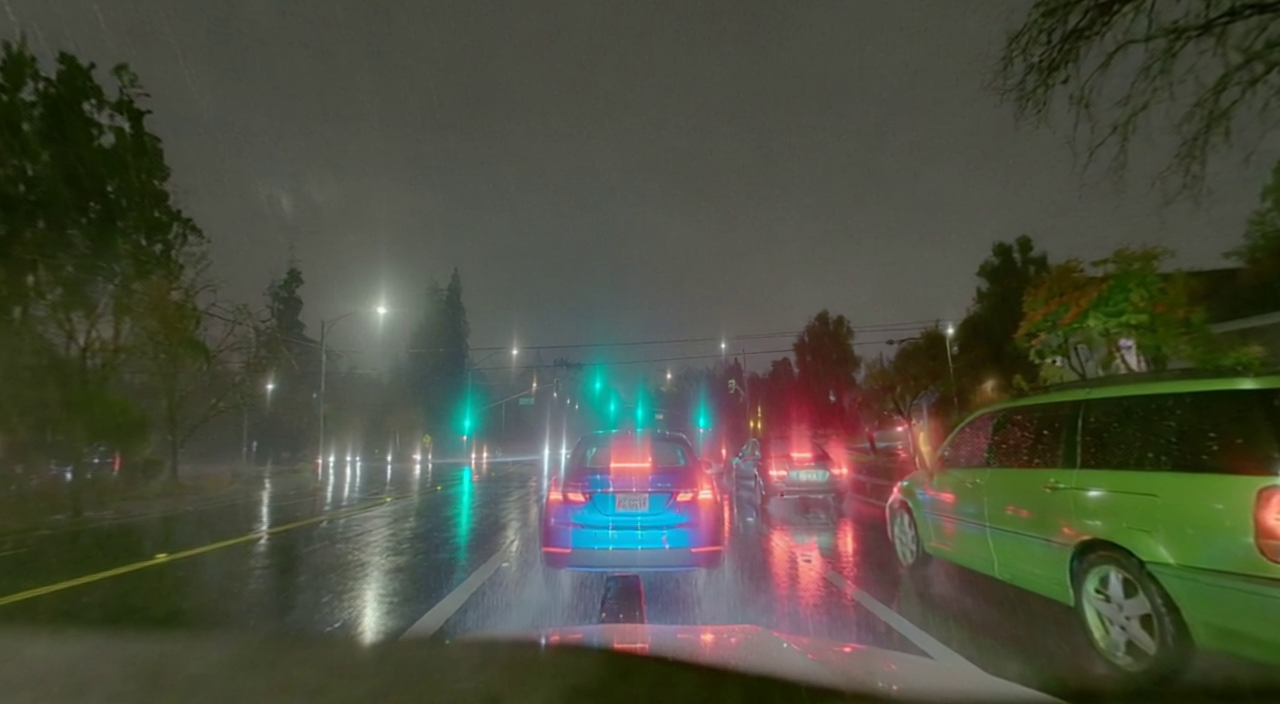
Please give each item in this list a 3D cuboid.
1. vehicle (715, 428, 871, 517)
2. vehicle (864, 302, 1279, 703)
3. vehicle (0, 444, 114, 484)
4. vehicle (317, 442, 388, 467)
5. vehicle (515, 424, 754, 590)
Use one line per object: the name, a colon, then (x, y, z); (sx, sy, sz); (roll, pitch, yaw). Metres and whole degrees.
vehicle: (2.953, 2.439, 13.342); (1.971, 1.517, 4.521); (0, -8, -2)
vehicle: (3.359, 0.995, 4.326); (2.006, 1.766, 4.345); (0, -8, -1)
vehicle: (-22.531, 4.187, 23.701); (4.092, 1.438, 1.639); (0, -8, 1)
vehicle: (-19.905, 7.103, 43.790); (3.957, 1.630, 1.881); (0, -8, 0)
vehicle: (-0.101, 1.727, 7.933); (2.186, 1.500, 4.141); (0, -8, -1)
